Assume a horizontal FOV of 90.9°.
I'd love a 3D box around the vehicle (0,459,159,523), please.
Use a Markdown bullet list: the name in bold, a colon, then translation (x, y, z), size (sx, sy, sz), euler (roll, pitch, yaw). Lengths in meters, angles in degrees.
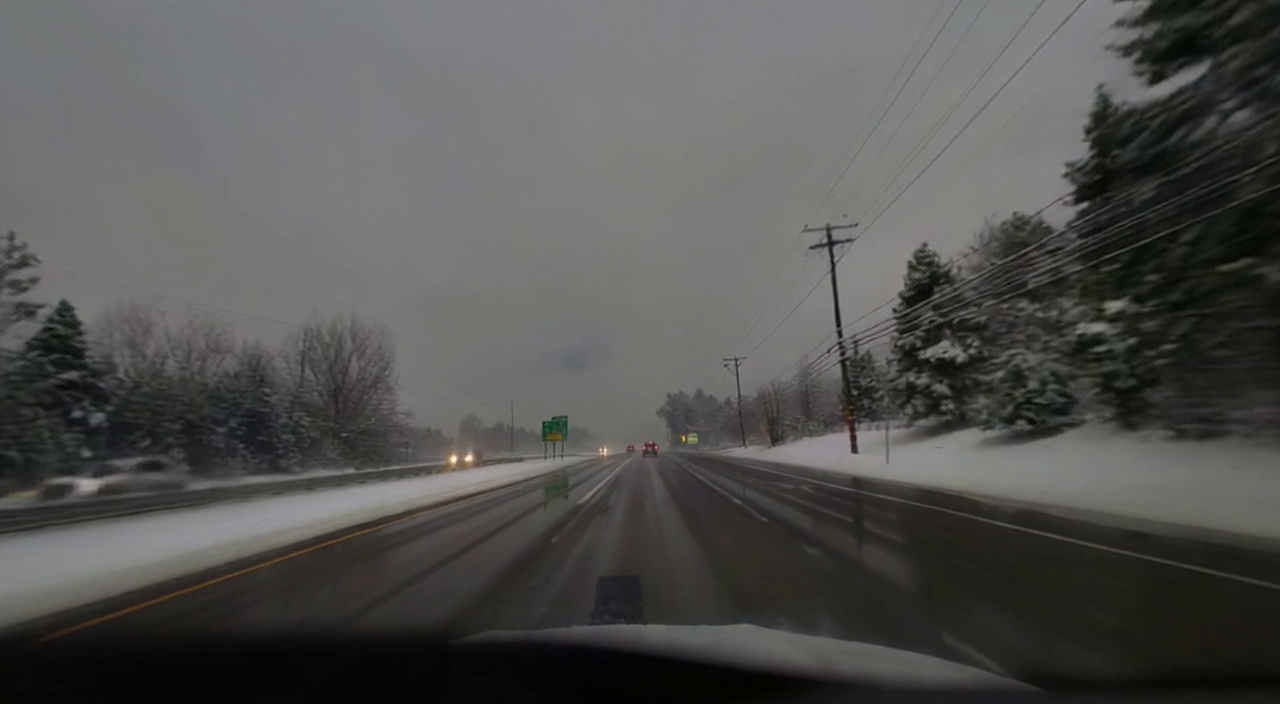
- **vehicle**: translation (-16.991, 3.986, 18.547), size (1.904, 1.490, 4.703), euler (-1, -8, 1)
